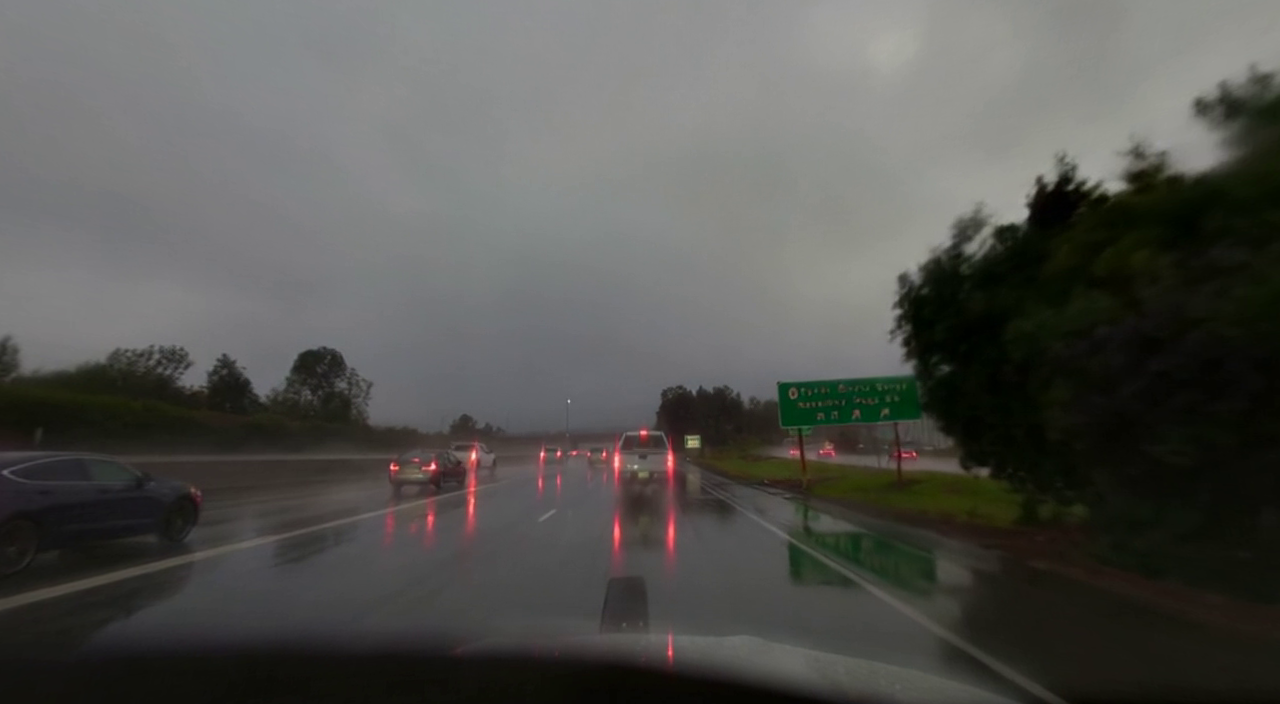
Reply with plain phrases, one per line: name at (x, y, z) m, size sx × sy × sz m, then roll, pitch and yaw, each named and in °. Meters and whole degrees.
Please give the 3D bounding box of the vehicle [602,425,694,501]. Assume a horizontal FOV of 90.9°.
vehicle at (0.211, 2.906, 16.803) m, size 2.152 × 1.779 × 3.924 m, roll 0°, pitch -9°, yaw 1°

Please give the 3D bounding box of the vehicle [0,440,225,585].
vehicle at (-7.406, 1.809, 7.587) m, size 1.864 × 1.458 × 4.295 m, roll 0°, pitch -9°, yaw 0°

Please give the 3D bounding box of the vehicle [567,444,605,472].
vehicle at (-3.248, 6.498, 38.907) m, size 1.952 × 1.649 × 4.131 m, roll 0°, pitch -9°, yaw 1°

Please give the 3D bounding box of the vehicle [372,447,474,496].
vehicle at (-7.156, 3.962, 21.334) m, size 1.869 × 1.466 × 4.217 m, roll 0°, pitch -9°, yaw 1°

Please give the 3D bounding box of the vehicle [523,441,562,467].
vehicle at (-7.270, 7.658, 47.302) m, size 2.106 × 1.816 × 4.936 m, roll 0°, pitch -9°, yaw 0°
